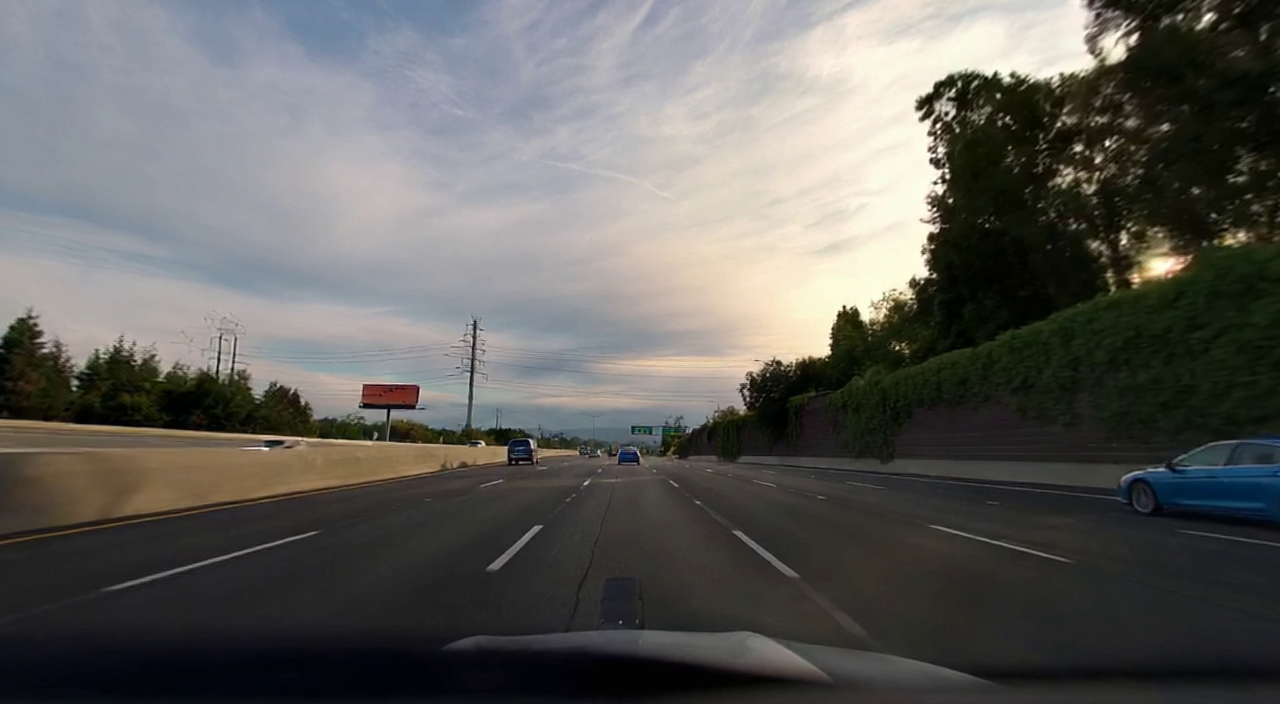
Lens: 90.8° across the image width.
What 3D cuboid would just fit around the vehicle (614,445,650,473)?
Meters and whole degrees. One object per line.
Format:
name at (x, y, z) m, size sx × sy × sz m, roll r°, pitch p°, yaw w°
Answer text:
vehicle at (-0.530, 6.492, 38.583) m, size 2.074 × 1.574 × 3.971 m, roll 0°, pitch -9°, yaw -2°

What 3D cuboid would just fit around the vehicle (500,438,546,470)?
vehicle at (-7.591, 6.659, 41.520) m, size 2.177 × 1.929 × 4.706 m, roll 0°, pitch -9°, yaw 0°
